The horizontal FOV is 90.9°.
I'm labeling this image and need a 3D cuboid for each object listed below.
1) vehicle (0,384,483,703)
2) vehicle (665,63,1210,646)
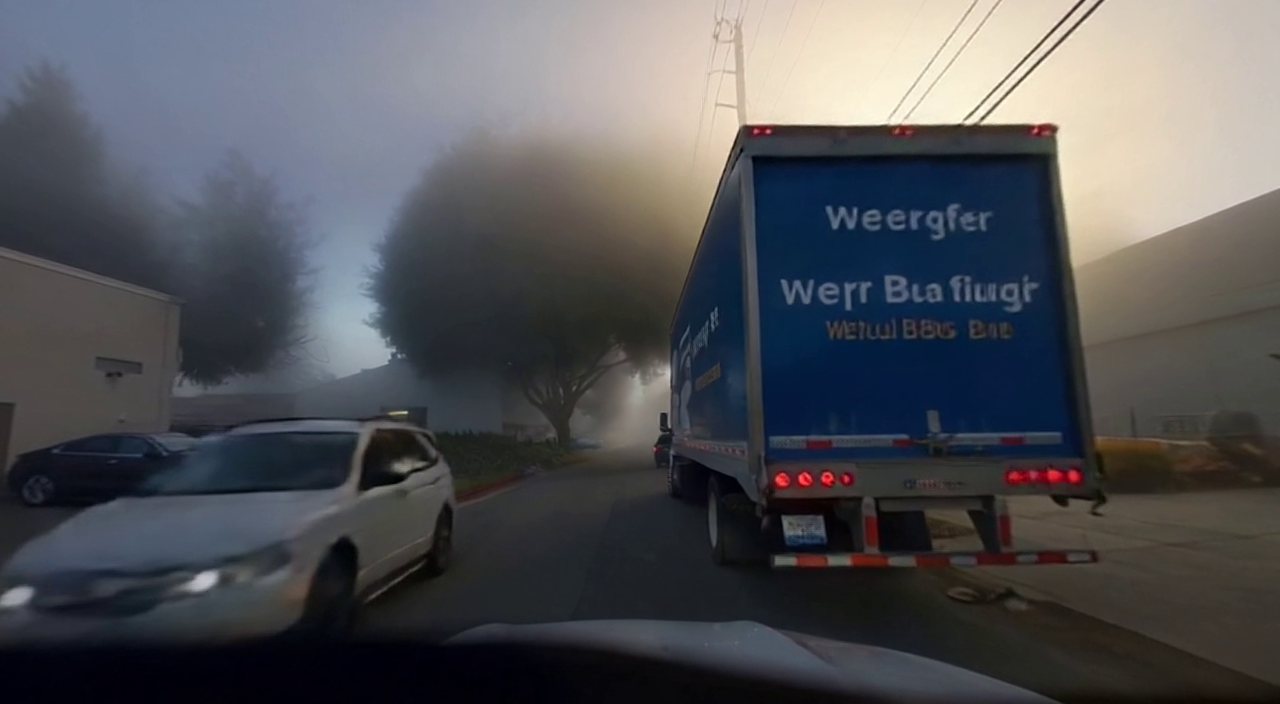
[{"bbox_3d":[-2.583,1.163,4.820,1.780,1.488,4.043,0,-8,-1],"label":"vehicle"},{"bbox_3d":[2.254,0.878,11.579,2.865,4.113,14.471,0,-8,0],"label":"vehicle"}]
